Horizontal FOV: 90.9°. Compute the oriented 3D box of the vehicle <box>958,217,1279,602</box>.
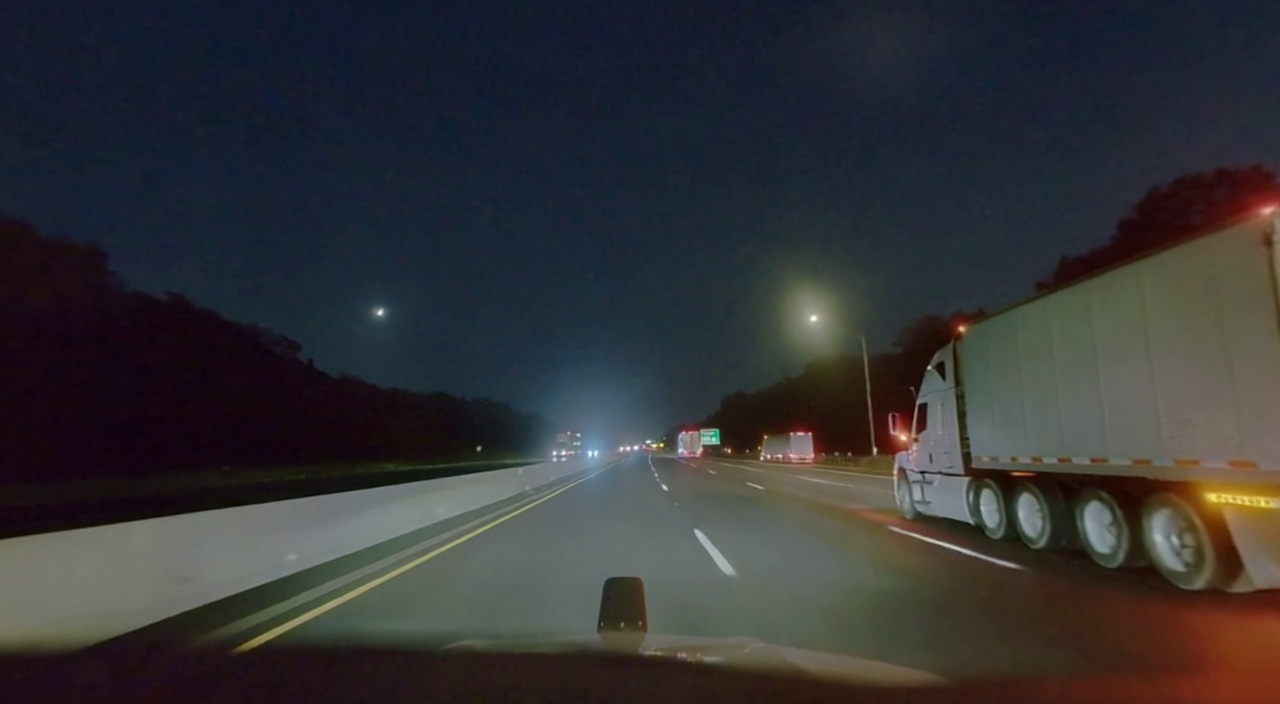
[{"bbox_3d":[6.713,0.700,6.674,2.690,3.197,7.515,0,-9,0],"label":"vehicle"}]
